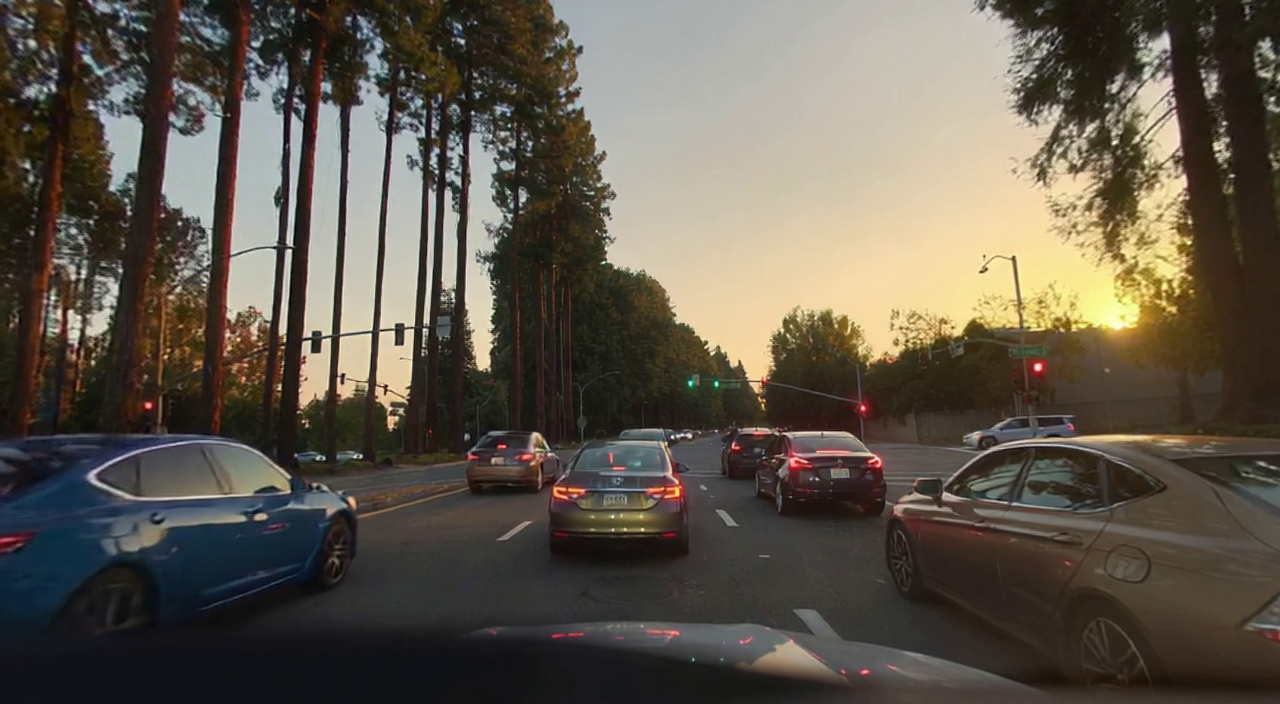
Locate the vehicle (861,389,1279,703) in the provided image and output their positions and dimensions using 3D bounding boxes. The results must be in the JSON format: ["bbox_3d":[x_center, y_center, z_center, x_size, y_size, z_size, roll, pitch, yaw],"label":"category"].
[{"bbox_3d":[3.144,1.150,4.049,1.903,1.480,4.270,0,-8,0],"label":"vehicle"}]

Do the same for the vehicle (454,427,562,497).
[{"bbox_3d":[-3.559,3.057,17.833,1.961,1.714,4.268,-1,-8,2],"label":"vehicle"}]

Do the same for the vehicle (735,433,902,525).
[{"bbox_3d":[3.193,2.335,12.321,1.975,1.460,4.357,0,-8,0],"label":"vehicle"}]

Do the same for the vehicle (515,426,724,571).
[{"bbox_3d":[-0.229,1.803,8.485,2.147,1.479,3.803,0,-8,-1],"label":"vehicle"}]

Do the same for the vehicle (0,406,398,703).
[{"bbox_3d":[-3.680,1.295,4.829,1.935,1.482,4.433,0,-8,-1],"label":"vehicle"}]
